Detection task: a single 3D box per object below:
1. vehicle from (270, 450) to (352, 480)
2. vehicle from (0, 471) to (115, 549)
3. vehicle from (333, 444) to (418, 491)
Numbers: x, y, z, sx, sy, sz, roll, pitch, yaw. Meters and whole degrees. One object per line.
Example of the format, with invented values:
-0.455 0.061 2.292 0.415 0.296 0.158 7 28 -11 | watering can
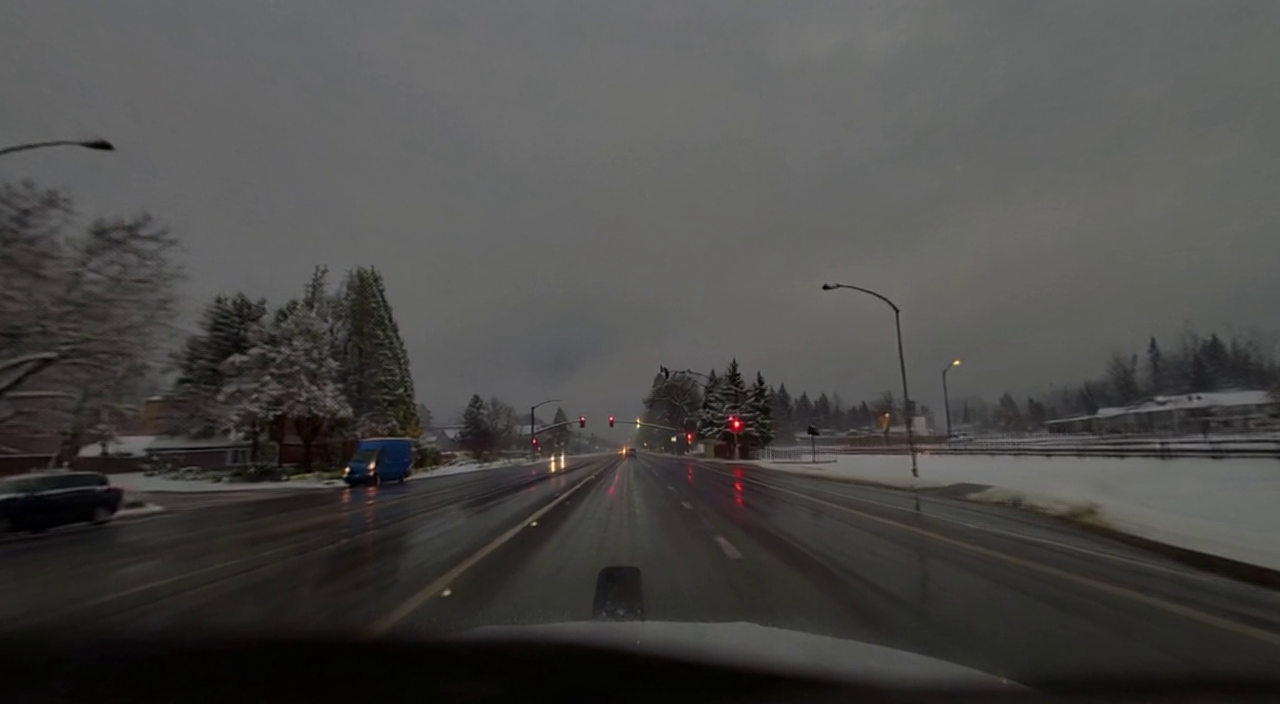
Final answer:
-21.298 7.310 41.040 4.323 1.678 1.890 -2 -7 -2 | vehicle
-14.038 3.385 13.575 1.888 1.470 4.282 0 -9 -1 | vehicle
-13.830 6.030 33.435 2.346 2.217 5.290 0 -9 -2 | vehicle
